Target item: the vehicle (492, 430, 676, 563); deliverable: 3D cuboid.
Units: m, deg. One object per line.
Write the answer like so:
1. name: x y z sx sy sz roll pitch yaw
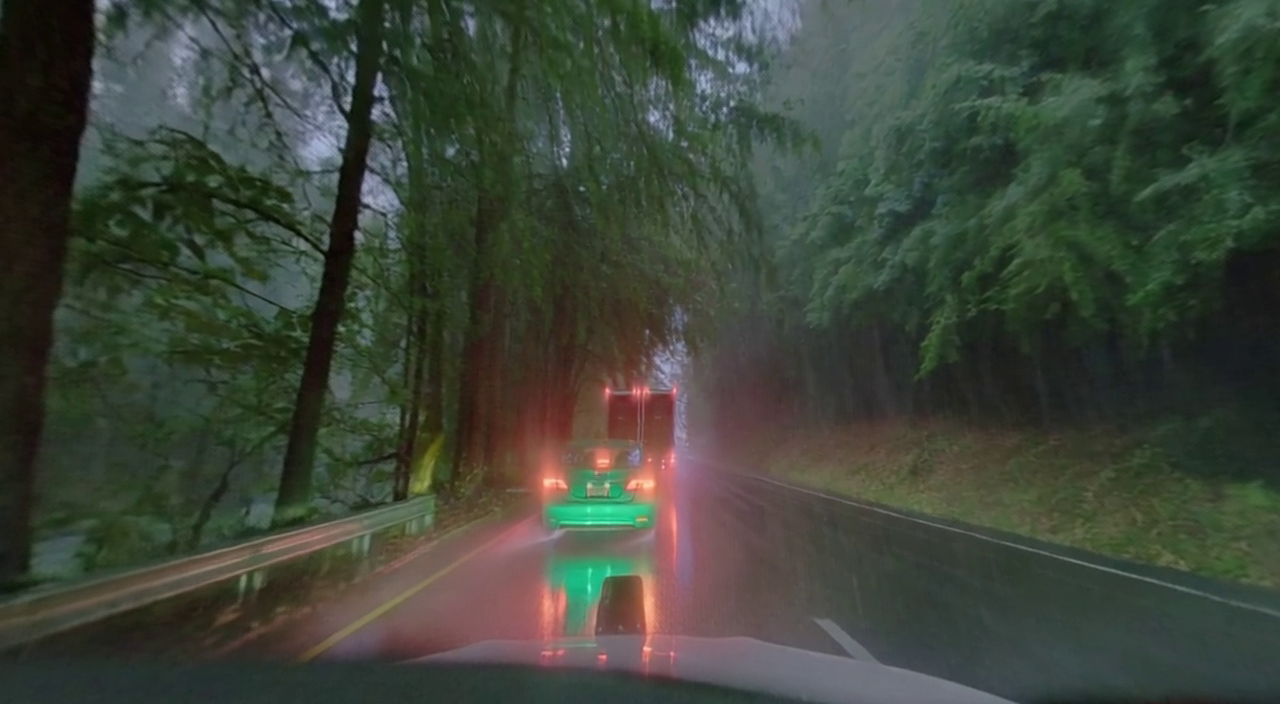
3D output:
1. vehicle: -0.620 1.943 9.211 2.076 1.490 4.078 0 -9 0
